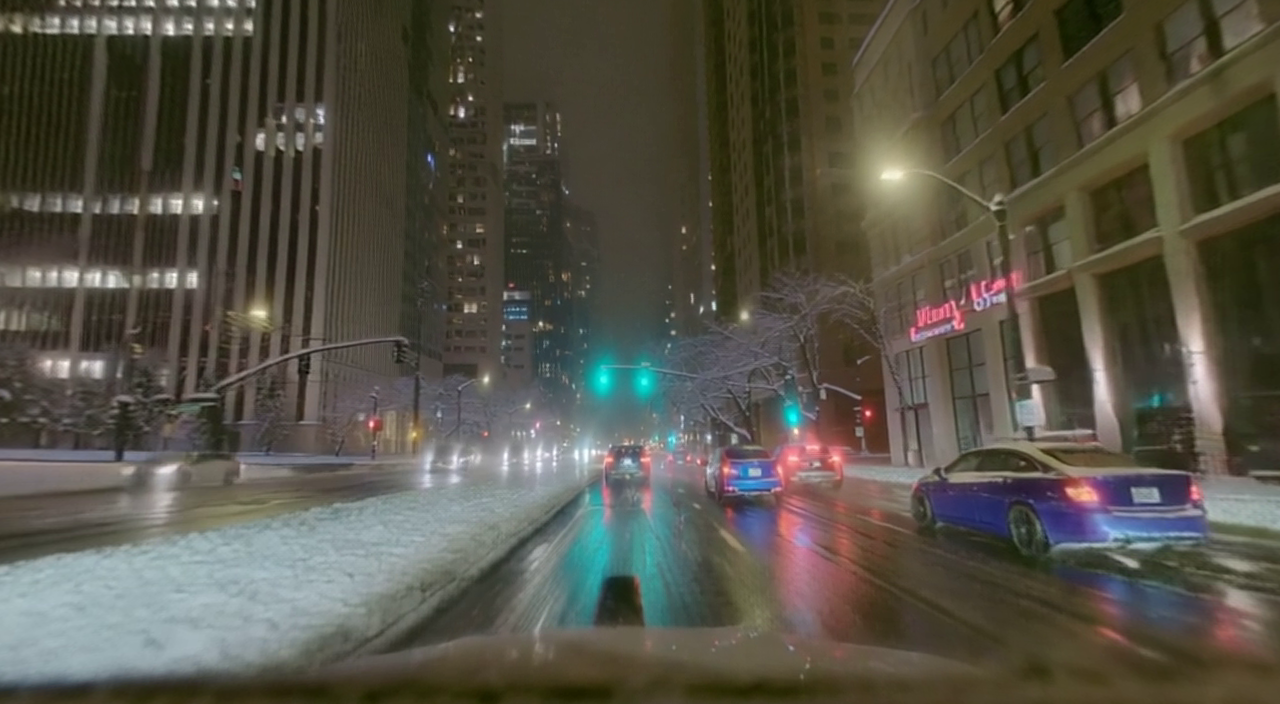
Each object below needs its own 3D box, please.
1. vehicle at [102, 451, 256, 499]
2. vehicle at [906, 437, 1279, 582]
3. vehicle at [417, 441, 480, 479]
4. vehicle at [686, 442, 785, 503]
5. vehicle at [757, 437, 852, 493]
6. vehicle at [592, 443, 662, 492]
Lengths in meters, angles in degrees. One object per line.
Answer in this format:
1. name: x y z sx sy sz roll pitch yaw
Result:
1. vehicle: -15.958 4.243 22.266 2.017 1.460 4.556 0 -9 -1
2. vehicle: 5.798 1.988 8.949 1.914 1.484 4.639 0 -9 -2
3. vehicle: -9.680 5.462 32.269 1.827 1.787 4.474 0 -9 -1
4. vehicle: 2.526 3.313 17.873 1.987 1.484 4.427 0 -9 -2
5. vehicle: 5.679 3.953 22.428 2.015 1.745 4.444 0 -9 -2
6. vehicle: -0.441 3.806 21.163 2.096 1.457 4.160 0 -9 -2
